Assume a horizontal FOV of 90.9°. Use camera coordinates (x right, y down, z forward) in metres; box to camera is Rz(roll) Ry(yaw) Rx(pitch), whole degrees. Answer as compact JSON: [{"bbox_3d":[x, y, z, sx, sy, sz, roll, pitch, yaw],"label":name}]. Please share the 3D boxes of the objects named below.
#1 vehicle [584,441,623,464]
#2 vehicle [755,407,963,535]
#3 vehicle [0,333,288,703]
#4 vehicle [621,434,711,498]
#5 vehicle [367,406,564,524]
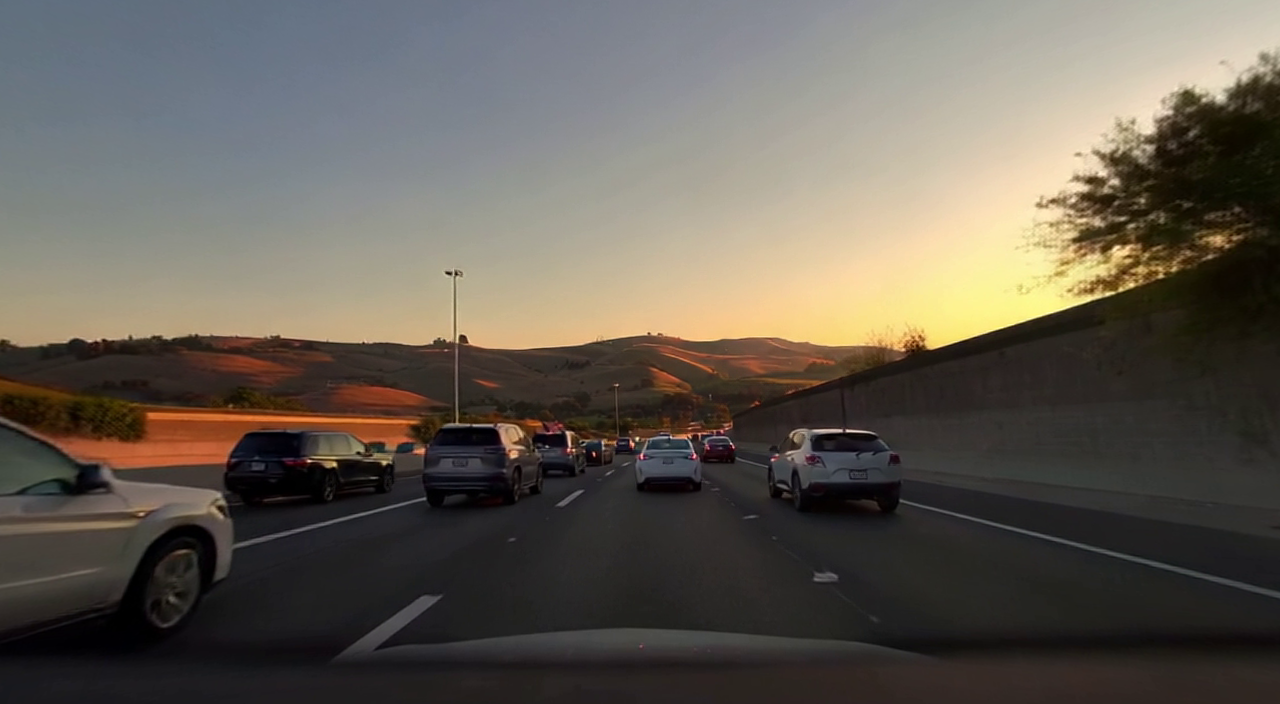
[{"bbox_3d":[-2.227,6.242,39.282,1.973,1.378,3.677,-1,-8,4],"label":"vehicle"},{"bbox_3d":[3.459,1.988,11.094,2.046,1.765,4.534,0,-8,0],"label":"vehicle"},{"bbox_3d":[-3.573,0.747,2.094,2.179,1.723,4.410,0,-8,1],"label":"vehicle"},{"bbox_3d":[0.649,2.973,16.906,2.105,1.471,4.349,0,-8,1],"label":"vehicle"},{"bbox_3d":[-3.176,2.221,13.003,2.301,1.902,5.374,0,-8,3],"label":"vehicle"}]
